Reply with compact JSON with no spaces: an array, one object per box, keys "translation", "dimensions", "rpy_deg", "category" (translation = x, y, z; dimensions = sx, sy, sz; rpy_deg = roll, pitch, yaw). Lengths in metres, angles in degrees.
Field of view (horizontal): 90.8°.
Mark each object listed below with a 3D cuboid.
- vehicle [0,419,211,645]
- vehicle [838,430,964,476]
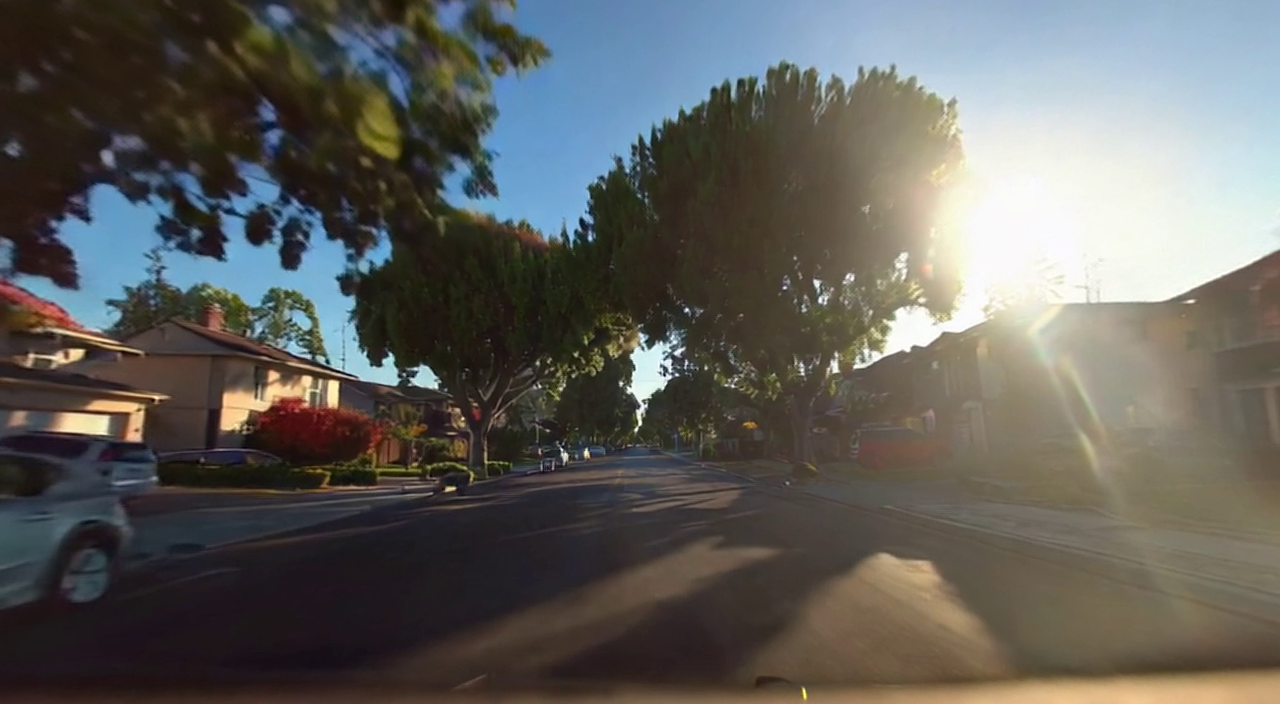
[{"translation":[-5.608,1.321,4.632],"dimensions":[1.944,1.621,4.187],"rpy_deg":[-1,-9,0],"category":"vehicle"},{"translation":[11.291,4.363,27.483],"dimensions":[4.626,1.880,1.980],"rpy_deg":[1,-9,-9],"category":"vehicle"}]
